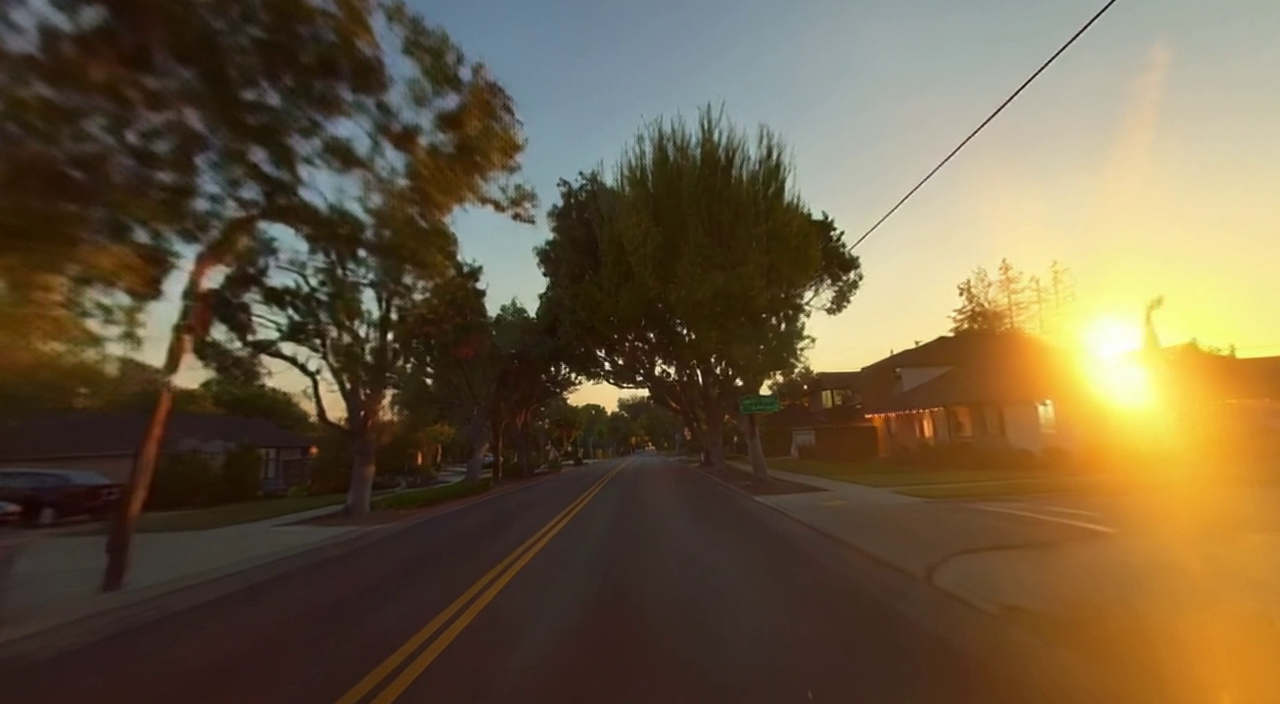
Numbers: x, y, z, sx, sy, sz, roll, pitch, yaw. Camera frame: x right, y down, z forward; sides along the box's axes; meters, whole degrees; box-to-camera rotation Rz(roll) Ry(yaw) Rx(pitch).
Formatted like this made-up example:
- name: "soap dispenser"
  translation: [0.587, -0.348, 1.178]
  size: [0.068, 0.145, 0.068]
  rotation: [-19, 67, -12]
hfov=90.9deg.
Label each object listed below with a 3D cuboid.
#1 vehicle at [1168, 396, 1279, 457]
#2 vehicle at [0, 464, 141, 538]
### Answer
- name: "vehicle"
  translation: [18.135, 2.119, 18.175]
  size: [1.862, 1.612, 4.321]
  rotation: [-6, -9, -2]
- name: "vehicle"
  translation: [-15.020, 3.565, 15.320]
  size: [1.830, 1.495, 4.641]
  rotation: [0, -8, 2]
